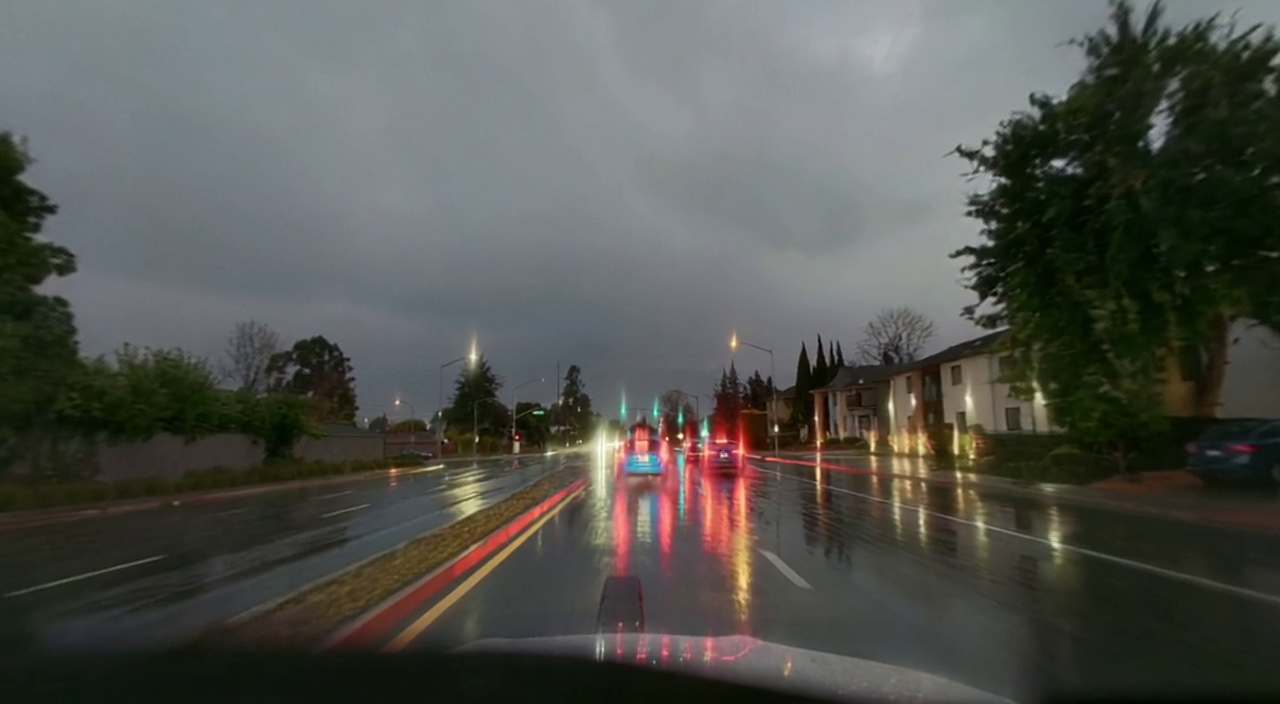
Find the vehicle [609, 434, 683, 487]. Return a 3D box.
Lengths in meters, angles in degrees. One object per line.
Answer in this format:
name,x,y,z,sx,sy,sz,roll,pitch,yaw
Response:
vehicle,0.174,3.391,19.996,2.093,1.497,4.010,0,-9,0

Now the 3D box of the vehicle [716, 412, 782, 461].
vehicle,7.891,6.476,47.725,2.940,3.202,12.480,0,-9,1

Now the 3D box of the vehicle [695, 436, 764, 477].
vehicle,3.555,4.261,26.042,2.161,1.519,4.568,0,-9,0

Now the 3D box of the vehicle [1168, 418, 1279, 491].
vehicle,15.217,2.325,14.513,4.456,1.520,1.911,0,-9,-3
